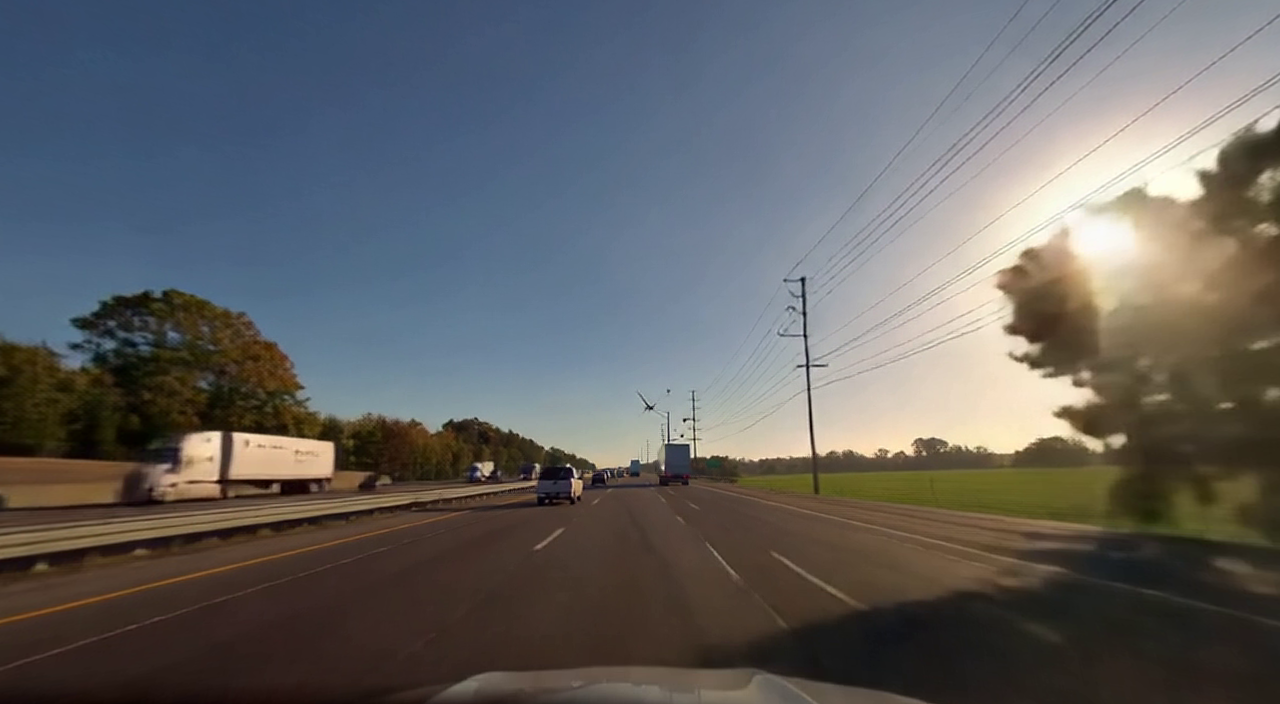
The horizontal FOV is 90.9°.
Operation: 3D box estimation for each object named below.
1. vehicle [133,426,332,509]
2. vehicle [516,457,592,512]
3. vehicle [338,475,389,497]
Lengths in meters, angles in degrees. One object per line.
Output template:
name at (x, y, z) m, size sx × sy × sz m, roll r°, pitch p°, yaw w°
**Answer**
vehicle at (-24.071, 7.172, 39.068) m, size 2.885 × 4.090 × 14.510 m, roll 1°, pitch -11°, yaw -1°
vehicle at (-2.964, 4.720, 22.659) m, size 2.065 × 1.722 × 4.441 m, roll 1°, pitch -11°, yaw 0°
vehicle at (-19.563, 9.473, 44.730) m, size 1.772 × 1.422 × 3.952 m, roll 1°, pitch -11°, yaw 0°
